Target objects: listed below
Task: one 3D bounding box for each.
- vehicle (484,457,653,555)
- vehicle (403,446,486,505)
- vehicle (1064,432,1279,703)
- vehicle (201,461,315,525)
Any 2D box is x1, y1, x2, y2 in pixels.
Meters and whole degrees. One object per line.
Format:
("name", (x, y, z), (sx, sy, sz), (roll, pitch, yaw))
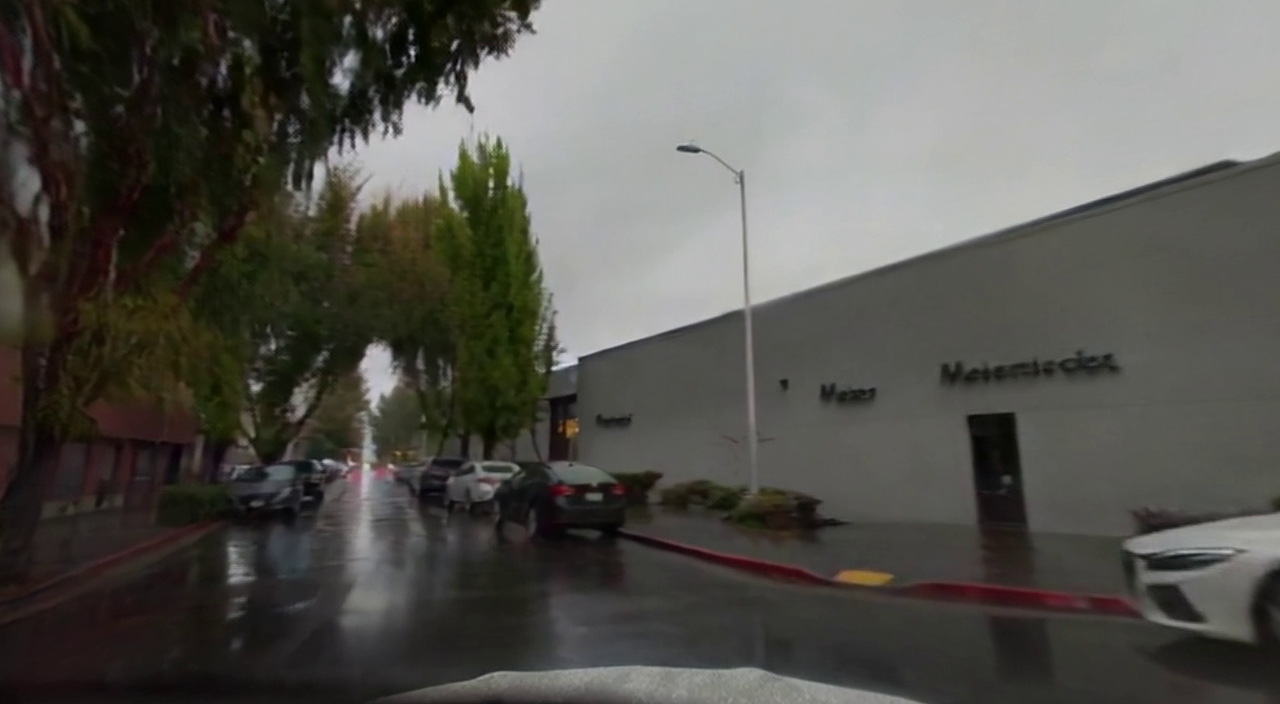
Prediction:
("vehicle", (-1.542, 2.814, 12.032), (1.889, 1.482, 4.118), (6, -12, -25))
("vehicle", (-7.569, 4.690, 24.039), (2.242, 1.972, 4.898), (6, -12, -25))
("vehicle", (5.368, 1.197, 3.434), (4.770, 1.448, 1.983), (-5, -12, 27))
("vehicle", (-10.130, 3.736, 17.075), (2.018, 1.461, 4.413), (5, -12, -24))
